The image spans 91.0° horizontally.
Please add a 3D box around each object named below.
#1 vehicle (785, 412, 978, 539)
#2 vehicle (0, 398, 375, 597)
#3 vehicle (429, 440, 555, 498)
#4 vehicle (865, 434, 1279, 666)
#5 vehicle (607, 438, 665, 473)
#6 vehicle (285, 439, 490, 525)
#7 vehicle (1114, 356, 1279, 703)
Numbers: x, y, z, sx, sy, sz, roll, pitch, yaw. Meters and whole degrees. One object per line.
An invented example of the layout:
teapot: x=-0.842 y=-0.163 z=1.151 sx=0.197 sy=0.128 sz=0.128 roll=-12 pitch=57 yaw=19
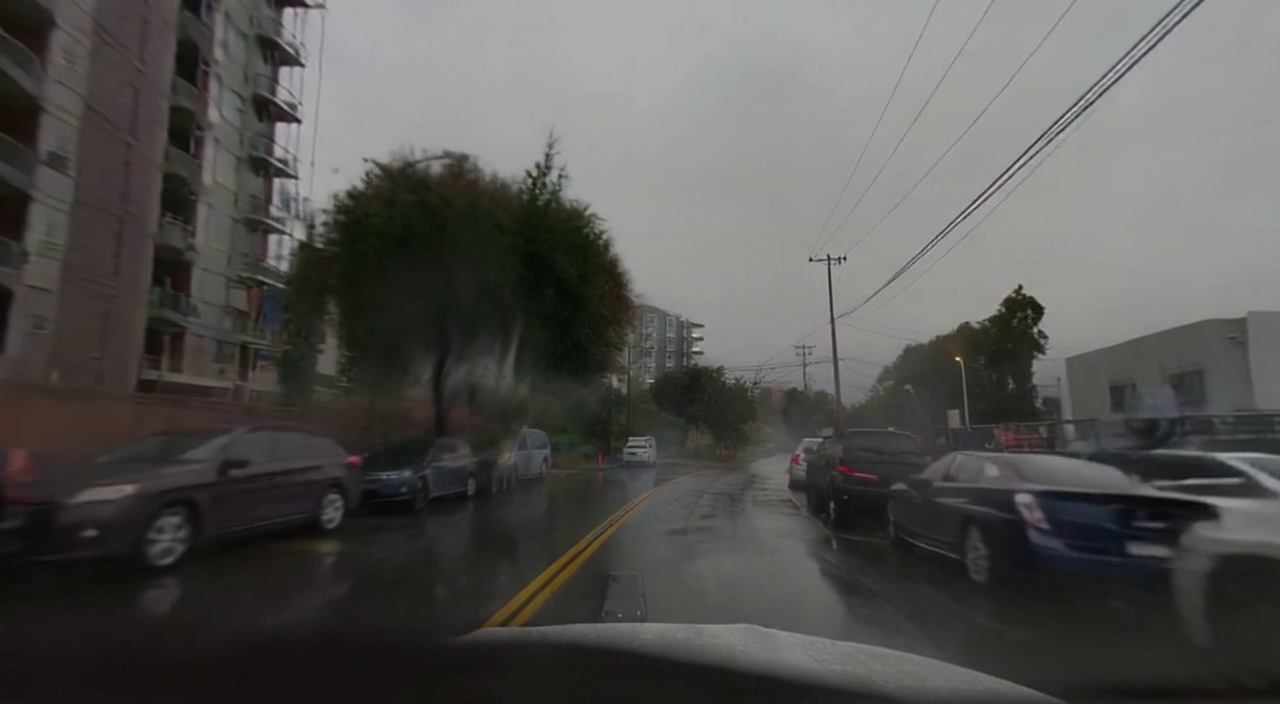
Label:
vehicle: x=4.530 y=2.407 z=12.955 sx=2.184 sy=2.035 sz=5.422 roll=-1 pitch=-9 yaw=5
vehicle: x=-5.821 y=1.759 z=8.556 sx=1.976 sy=1.886 sz=4.831 roll=-1 pitch=-9 yaw=5
vehicle: x=-4.408 y=3.569 z=19.636 sx=1.966 sy=1.568 sz=4.705 roll=-2 pitch=-9 yaw=12
vehicle: x=4.199 y=1.749 z=6.959 sx=1.976 sy=1.560 sz=5.158 roll=-1 pitch=-9 yaw=5
vehicle: x=-0.144 y=6.031 z=36.795 sx=1.953 sy=1.871 sz=4.712 roll=-3 pitch=-9 yaw=18
vehicle: x=-5.200 y=2.737 z=13.936 sx=2.020 sy=1.519 sz=4.944 roll=-1 pitch=-9 yaw=7
vehicle: x=3.797 y=0.695 z=1.265 sx=2.084 sy=1.804 sz=4.882 roll=-1 pitch=-9 yaw=4
